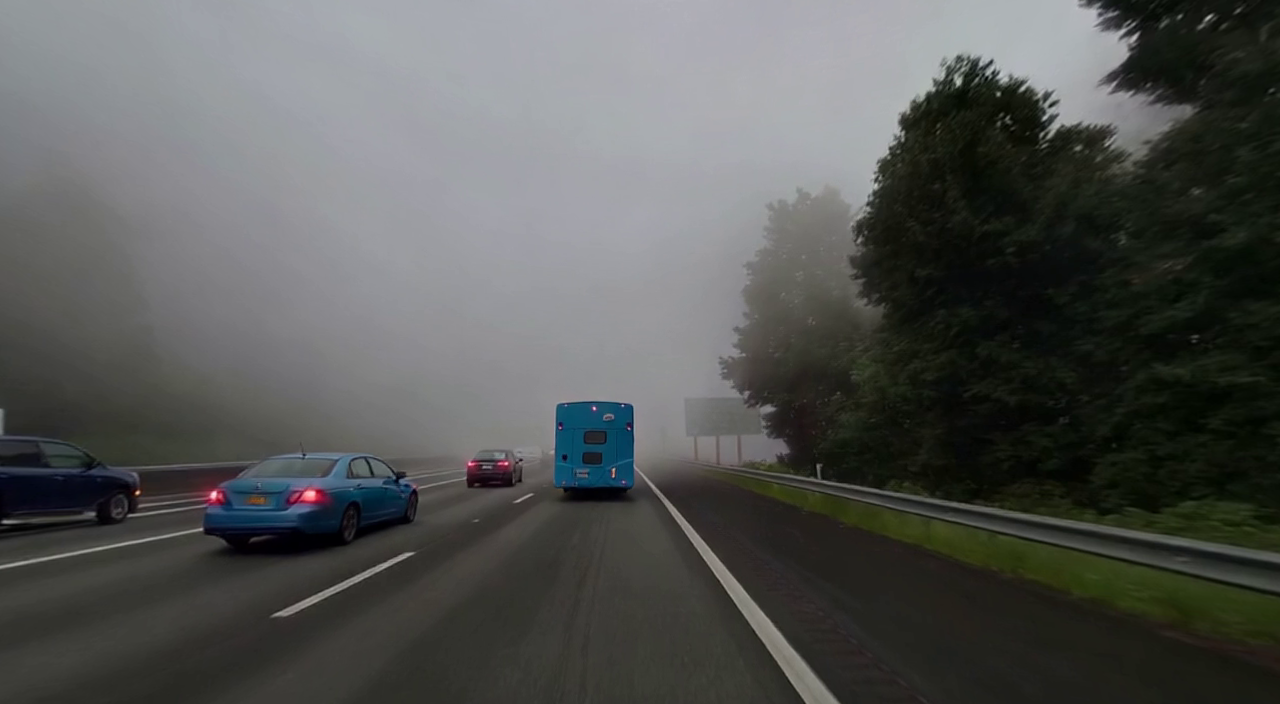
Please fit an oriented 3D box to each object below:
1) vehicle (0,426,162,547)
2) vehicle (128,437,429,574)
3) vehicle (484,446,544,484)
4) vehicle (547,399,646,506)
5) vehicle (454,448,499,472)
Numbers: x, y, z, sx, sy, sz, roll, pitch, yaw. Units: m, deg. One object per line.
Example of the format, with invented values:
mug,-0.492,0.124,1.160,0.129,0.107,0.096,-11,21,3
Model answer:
vehicle,-9.666,1.938,9.204,2.010,1.621,4.252,0,-9,-1
vehicle,-4.588,1.974,8.869,1.876,1.438,4.072,0,-9,-1
vehicle,-5.244,4.741,26.656,1.872,1.480,3.545,0,-9,-1
vehicle,-1.149,2.827,17.909,2.394,2.556,5.232,0,-9,-2
vehicle,-10.478,6.921,40.487,1.886,1.462,4.084,0,-9,-1
